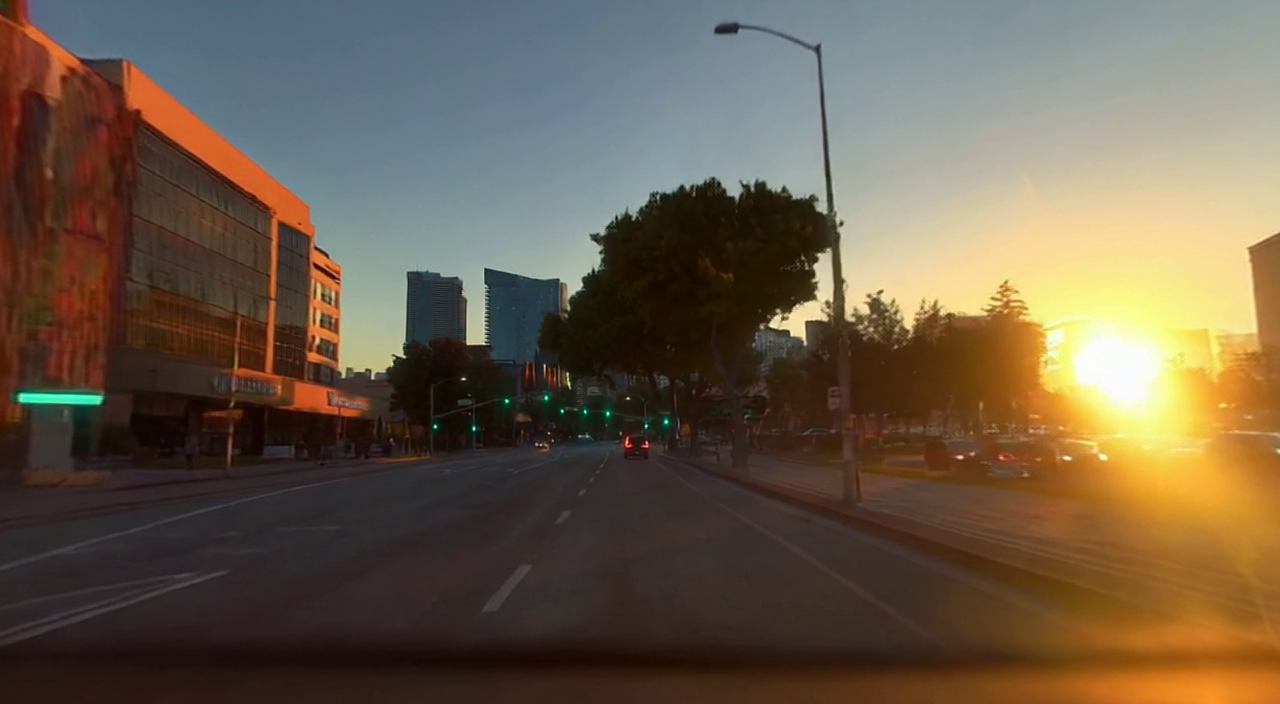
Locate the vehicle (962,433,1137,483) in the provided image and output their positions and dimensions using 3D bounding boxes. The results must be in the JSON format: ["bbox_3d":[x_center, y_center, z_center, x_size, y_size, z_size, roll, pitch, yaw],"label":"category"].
[{"bbox_3d":[13.381,3.445,20.854,4.395,1.497,1.975,0,-7,0],"label":"vehicle"}]

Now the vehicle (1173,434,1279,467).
[{"bbox_3d":[29.777,4.927,31.838,1.842,1.495,4.515,1,-8,-1],"label":"vehicle"}]

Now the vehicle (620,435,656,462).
[{"bbox_3d":[-0.187,6.300,41.407,2.230,1.683,4.204,0,-8,-1],"label":"vehicle"}]
